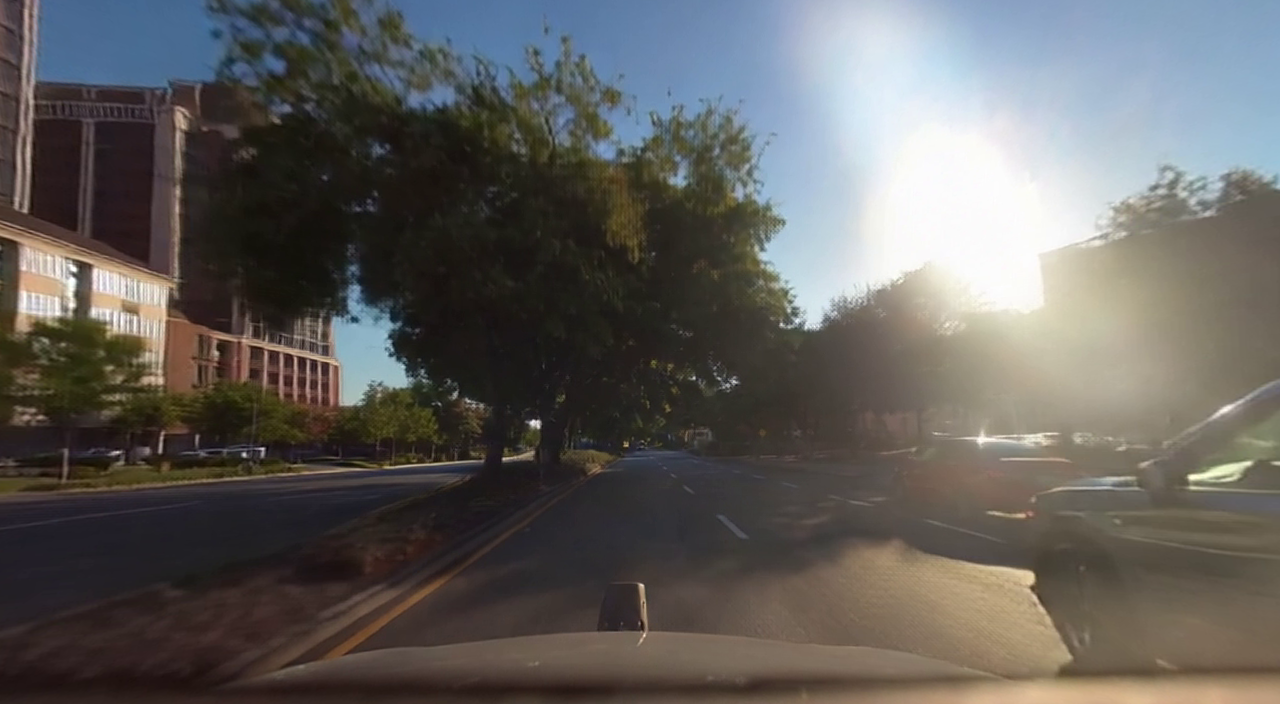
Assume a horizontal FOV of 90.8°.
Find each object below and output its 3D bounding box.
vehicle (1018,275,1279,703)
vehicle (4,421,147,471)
[{"bbox_3d":[3.809,0.545,1.579,2.505,1.971,5.162,0,-9,0],"label":"vehicle"},{"bbox_3d":[-34.845,5.817,39.200,6.180,2.962,2.395,0,-9,-4],"label":"vehicle"}]
